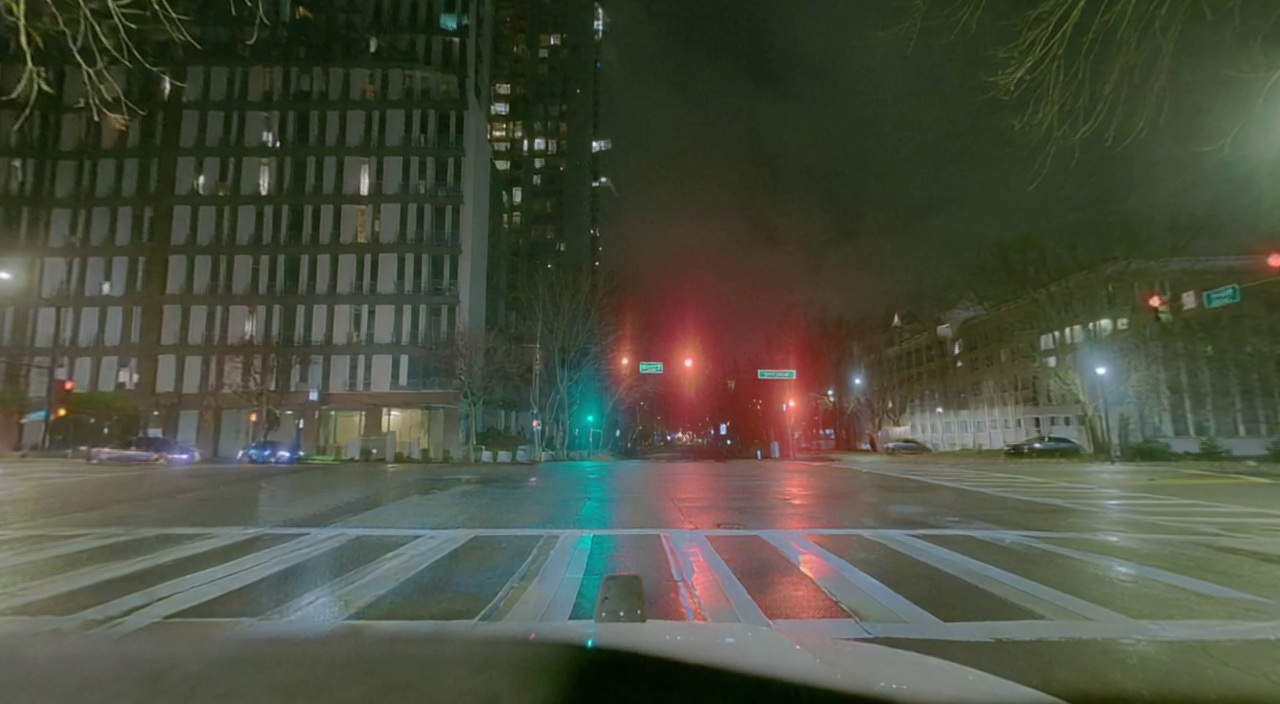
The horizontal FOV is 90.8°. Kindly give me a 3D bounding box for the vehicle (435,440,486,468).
[{"bbox_3d":[-11.960,6.801,42.316,2.080,1.763,4.341,0,-8,0],"label":"vehicle"}]

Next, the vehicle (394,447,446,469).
[{"bbox_3d":[-15.525,7.449,44.809,2.056,1.450,4.343,0,-8,0],"label":"vehicle"}]

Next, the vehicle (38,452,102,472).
[{"bbox_3d":[-41.593,8.016,46.165,1.552,1.339,3.340,-2,-9,-1],"label":"vehicle"}]

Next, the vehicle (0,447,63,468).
[{"bbox_3d":[-45.247,7.768,46.594,1.858,1.467,3.624,0,-8,1],"label":"vehicle"}]

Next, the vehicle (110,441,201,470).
[{"bbox_3d":[-34.915,7.433,45.743,2.204,1.955,5.518,0,-8,0],"label":"vehicle"}]
